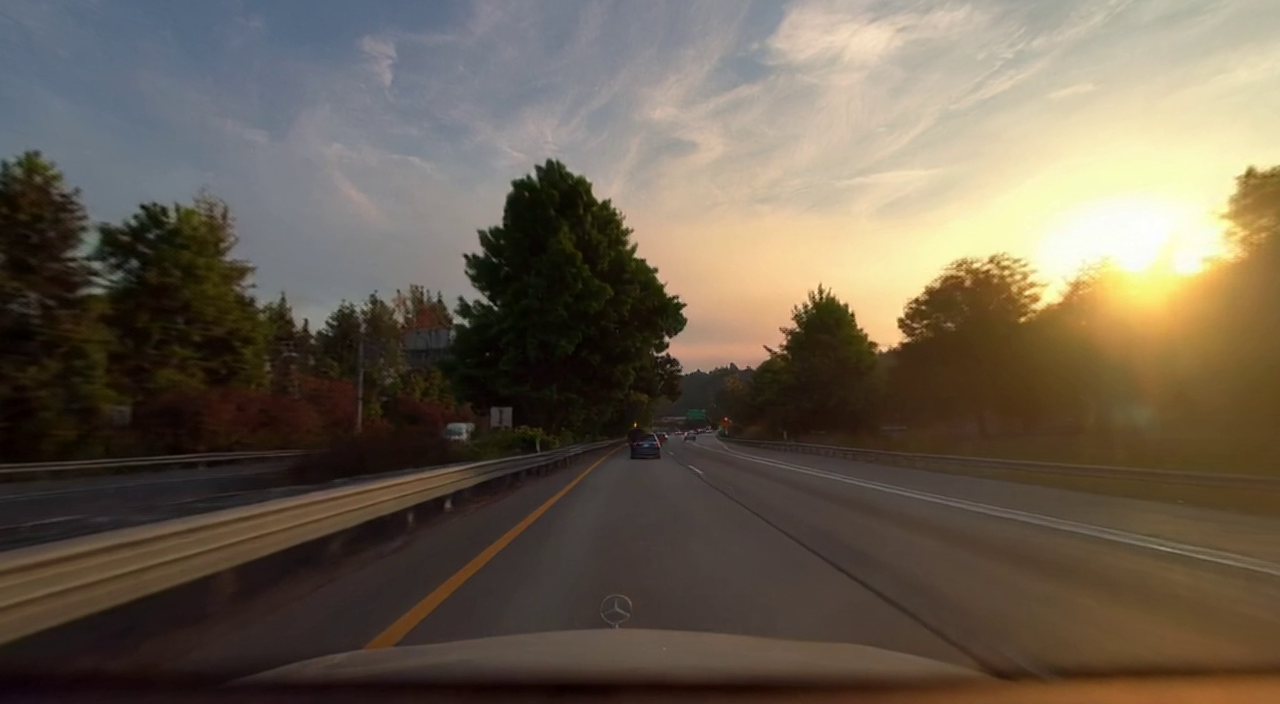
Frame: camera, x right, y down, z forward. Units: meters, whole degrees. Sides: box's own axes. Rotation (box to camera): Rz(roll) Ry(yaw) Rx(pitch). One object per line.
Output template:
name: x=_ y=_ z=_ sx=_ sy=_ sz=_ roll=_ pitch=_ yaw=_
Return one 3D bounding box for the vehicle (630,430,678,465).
vehicle: x=0.581 y=4.463 z=29.537 sx=2.046 sy=1.526 sz=3.903 roll=0 pitch=-8 yaw=-1
